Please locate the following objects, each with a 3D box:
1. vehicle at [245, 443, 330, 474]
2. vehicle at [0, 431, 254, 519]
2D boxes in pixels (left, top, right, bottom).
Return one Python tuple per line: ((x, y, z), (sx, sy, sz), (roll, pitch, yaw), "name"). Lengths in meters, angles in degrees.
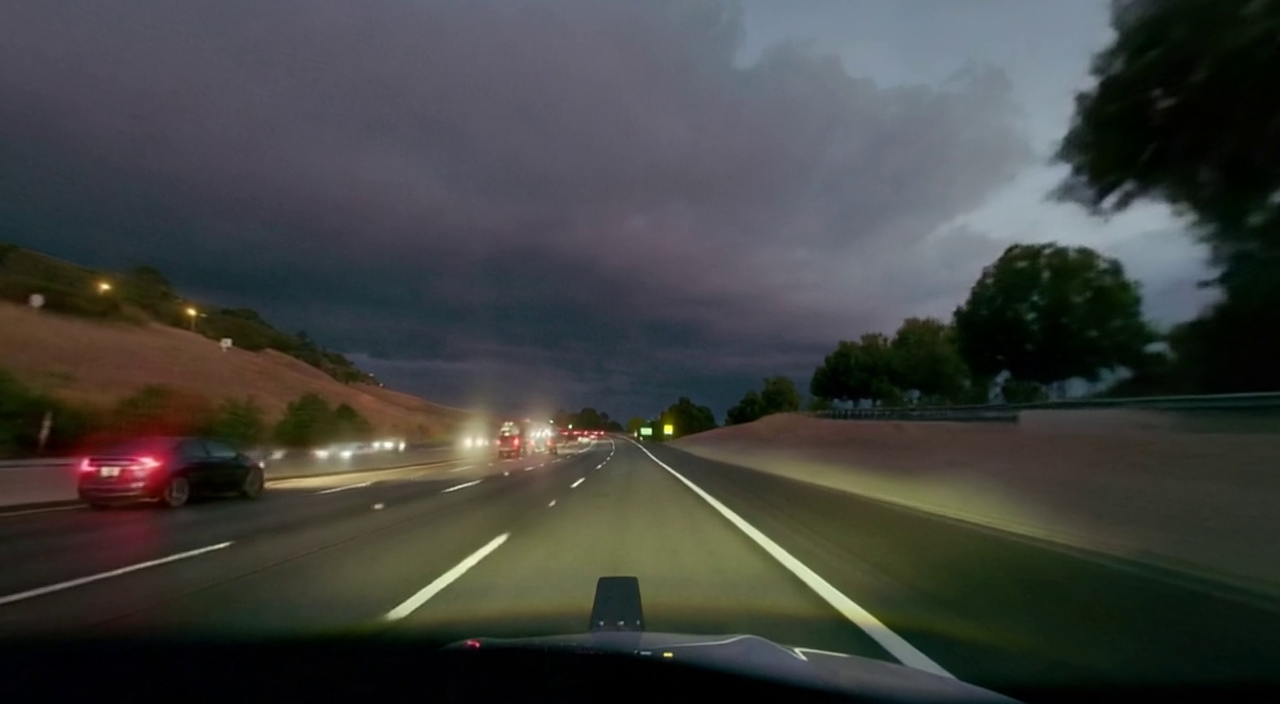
((-18.388, 5.539, 33.035), (1.872, 1.486, 4.556), (0, -8, 0), "vehicle")
((-11.175, 2.657, 14.160), (2.001, 1.625, 4.528), (0, -8, 0), "vehicle")
